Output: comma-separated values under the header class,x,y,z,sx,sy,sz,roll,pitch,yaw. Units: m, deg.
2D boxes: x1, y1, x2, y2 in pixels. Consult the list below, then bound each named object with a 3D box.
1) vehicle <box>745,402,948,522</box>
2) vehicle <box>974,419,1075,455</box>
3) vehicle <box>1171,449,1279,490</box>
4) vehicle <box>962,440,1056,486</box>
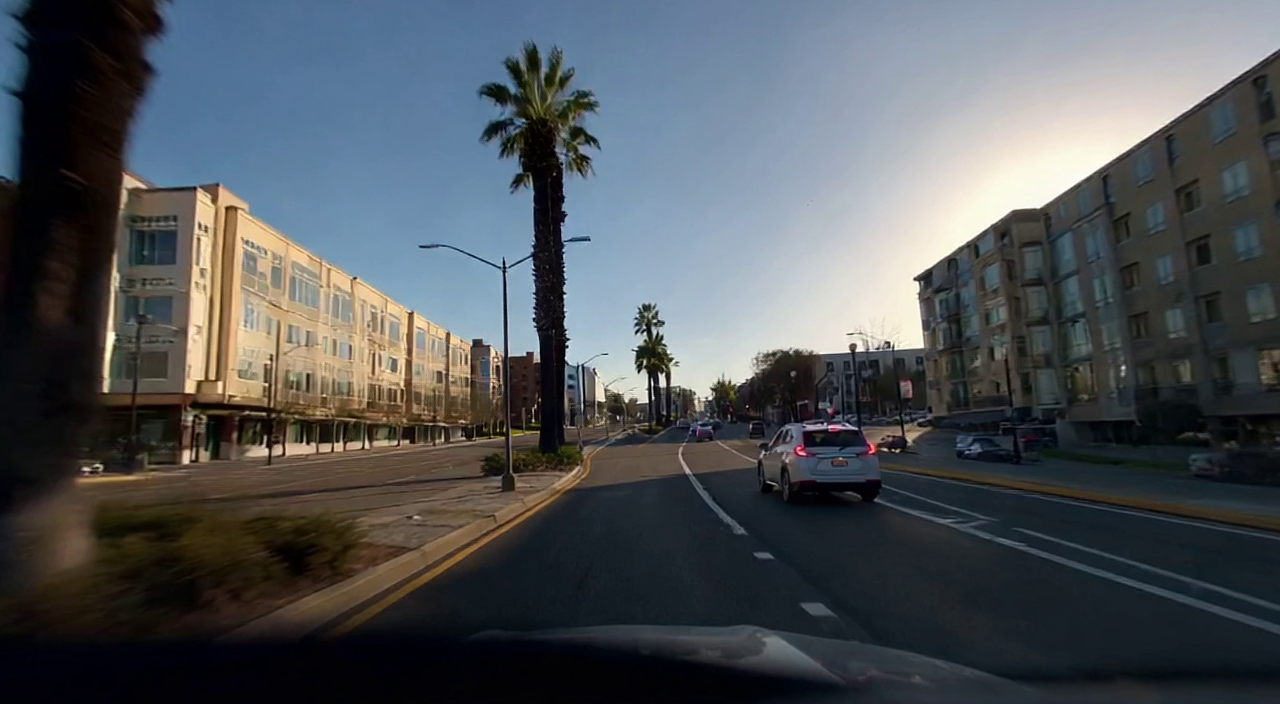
class,x,y,z,sx,sy,sz,roll,pitch,yaw
vehicle,3.546,2.038,12.043,2.219,1.795,4.718,0,-9,0
vehicle,25.356,5.597,41.795,4.991,1.798,2.501,-4,-2,1
vehicle,24.011,4.596,24.889,4.378,1.489,1.901,0,-9,1
vehicle,17.923,5.359,30.981,1.909,1.442,4.265,-5,-1,-2
